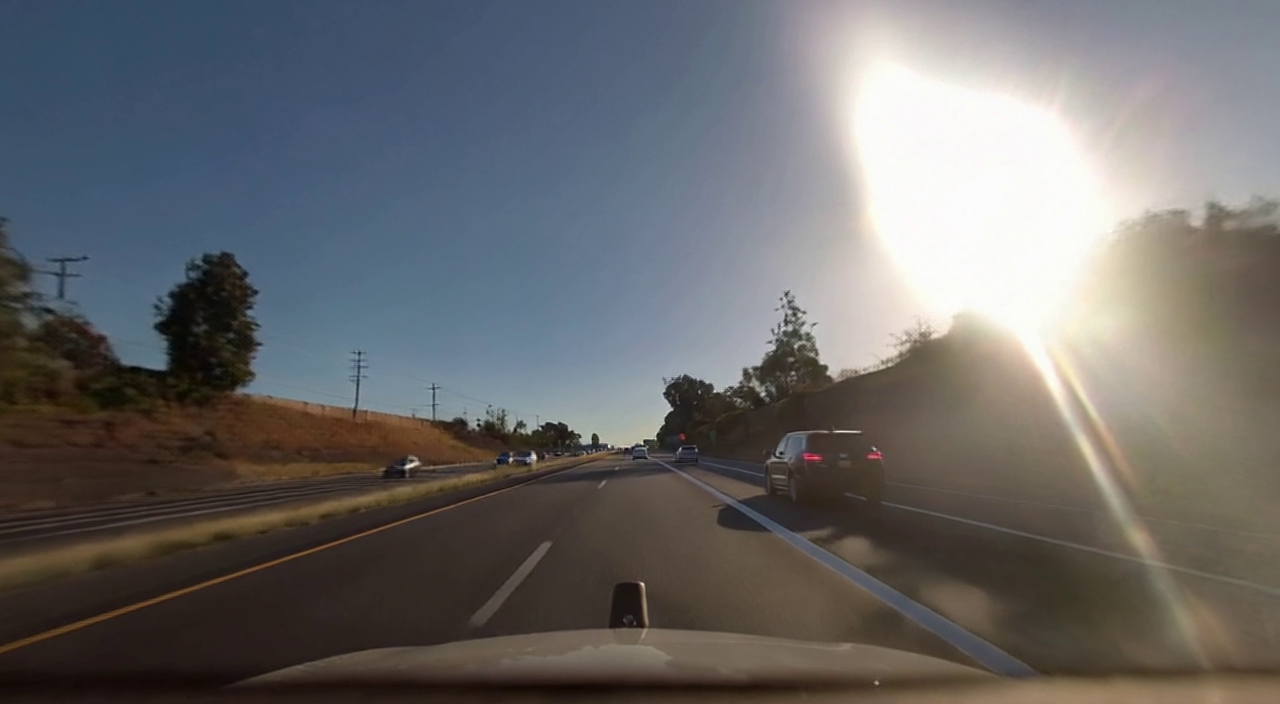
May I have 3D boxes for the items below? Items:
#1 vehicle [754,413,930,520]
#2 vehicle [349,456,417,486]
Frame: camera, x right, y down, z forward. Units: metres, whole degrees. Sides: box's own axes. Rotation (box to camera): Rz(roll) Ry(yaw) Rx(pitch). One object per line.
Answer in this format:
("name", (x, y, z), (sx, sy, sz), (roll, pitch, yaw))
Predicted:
("vehicle", (4.163, 2.502, 14.093), (2.177, 1.914, 5.245), (0, -9, 0))
("vehicle", (-14.005, 6.503, 34.450), (1.890, 1.465, 4.346), (0, -9, 0))
